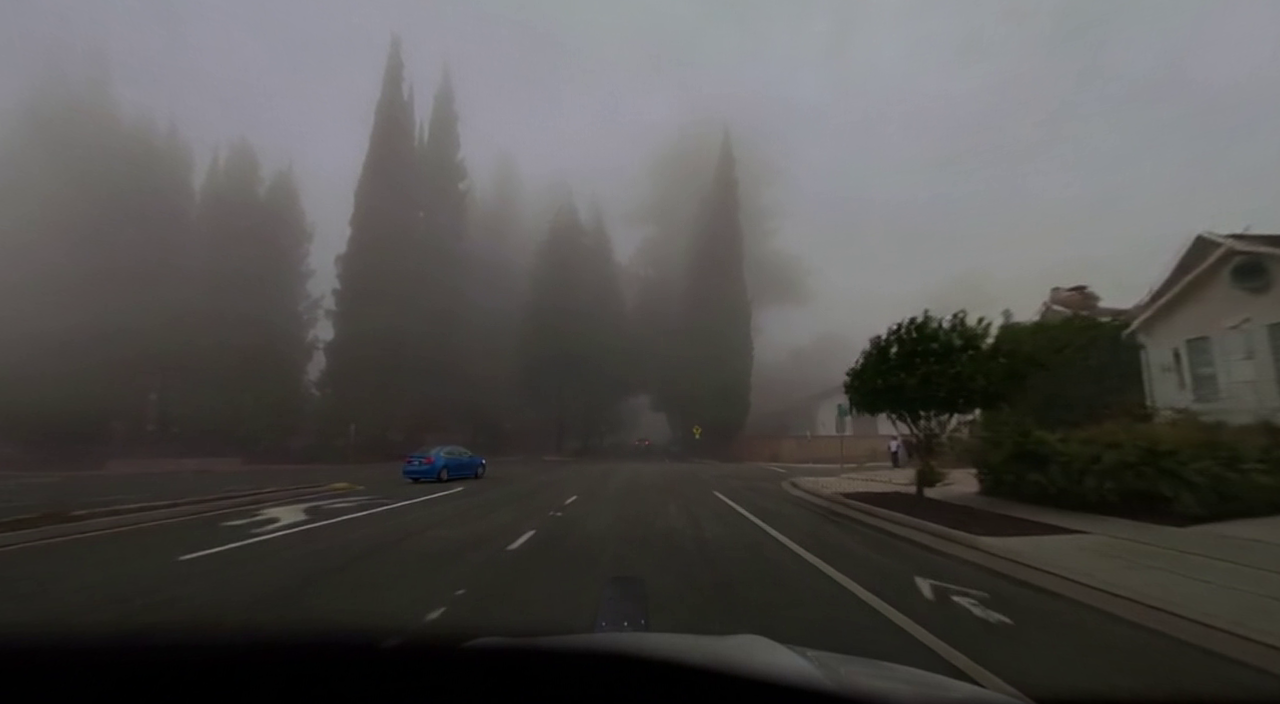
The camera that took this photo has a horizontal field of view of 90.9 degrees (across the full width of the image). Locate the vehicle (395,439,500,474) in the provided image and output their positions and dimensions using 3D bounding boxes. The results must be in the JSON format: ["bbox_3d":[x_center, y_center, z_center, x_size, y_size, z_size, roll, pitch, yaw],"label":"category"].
[{"bbox_3d":[-10.156,5.487,33.381,4.788,1.666,2.170,6,-10,-36],"label":"vehicle"}]
